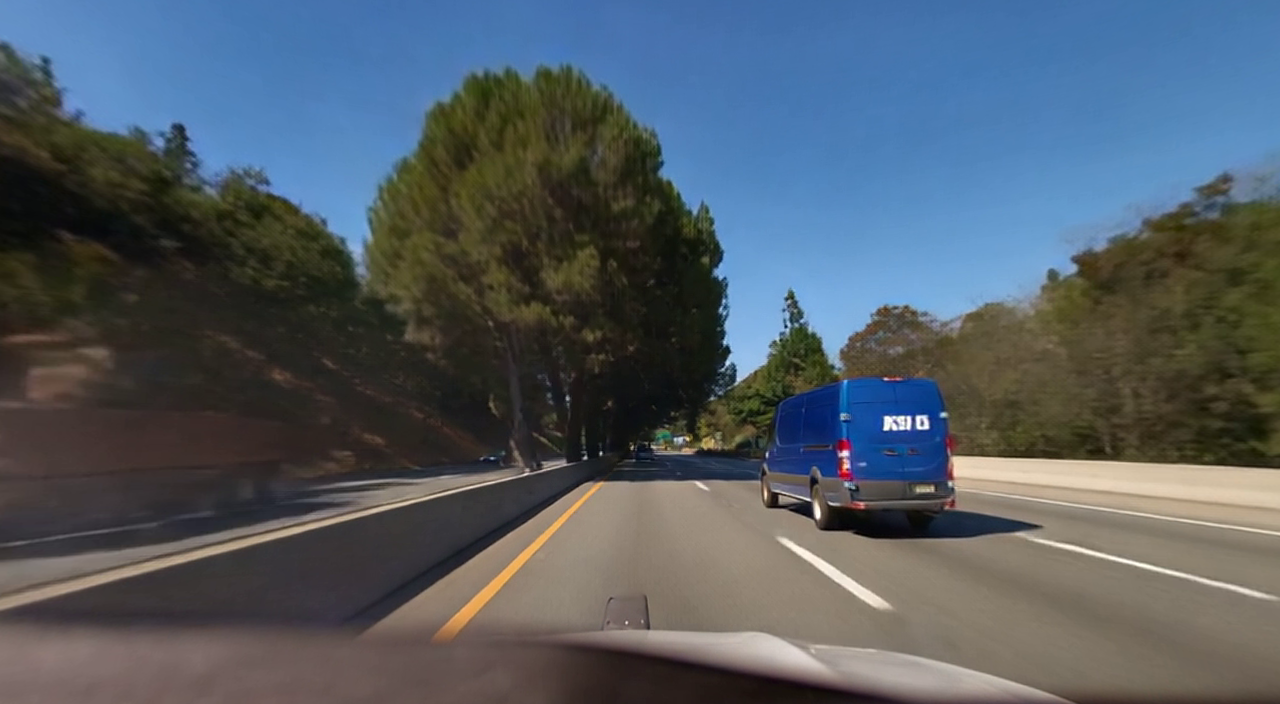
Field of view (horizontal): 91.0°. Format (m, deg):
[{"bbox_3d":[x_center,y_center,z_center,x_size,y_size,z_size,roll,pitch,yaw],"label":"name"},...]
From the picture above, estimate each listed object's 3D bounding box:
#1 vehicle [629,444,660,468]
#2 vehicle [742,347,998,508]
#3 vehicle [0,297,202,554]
[{"bbox_3d":[0.338,7.444,45.125,2.121,1.590,4.434,0,-8,0],"label":"vehicle"},{"bbox_3d":[7.308,3.218,24.861,3.479,4.156,17.231,0,-9,-1],"label":"vehicle"},{"bbox_3d":[-11.840,1.019,8.890,3.742,3.954,10.224,0,-8,1],"label":"vehicle"}]
